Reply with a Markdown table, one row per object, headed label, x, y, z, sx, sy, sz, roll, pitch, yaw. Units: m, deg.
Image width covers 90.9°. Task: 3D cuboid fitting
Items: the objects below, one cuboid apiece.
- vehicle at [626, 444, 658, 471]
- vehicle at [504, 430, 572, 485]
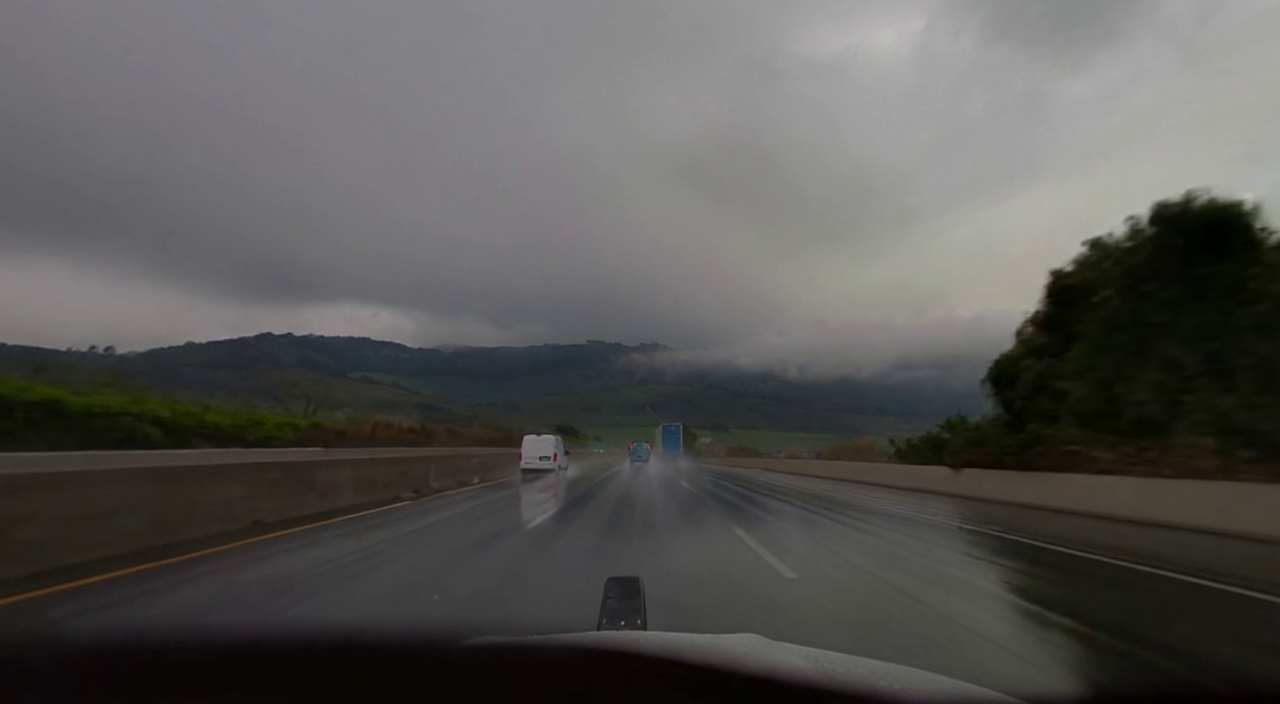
| label | x | y | z | sx | sy | sz | roll | pitch | yaw |
| --- | --- | --- | --- | --- | --- | --- | --- | --- | --- |
| vehicle | 0.151 | 7.306 | 43.863 | 2.166 | 1.747 | 4.299 | 0 | -9 | 1 |
| vehicle | -4.067 | 4.324 | 25.929 | 1.955 | 2.004 | 4.792 | 0 | -9 | 0 |
